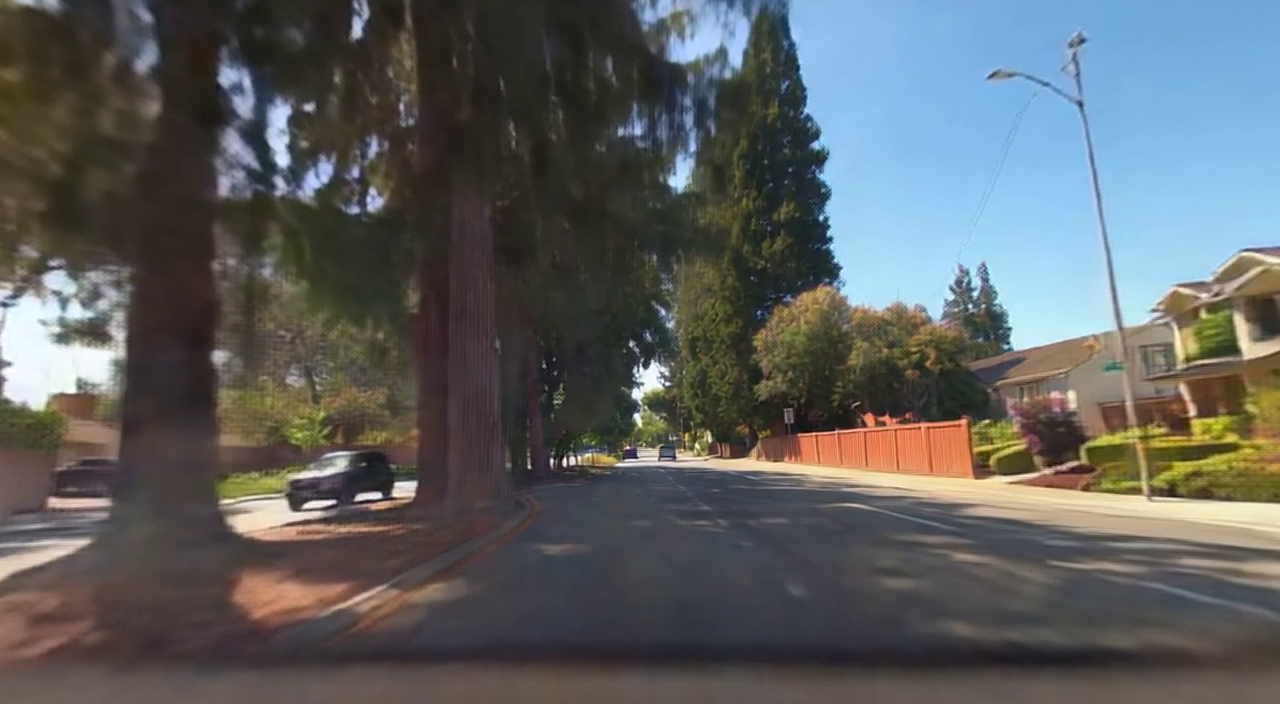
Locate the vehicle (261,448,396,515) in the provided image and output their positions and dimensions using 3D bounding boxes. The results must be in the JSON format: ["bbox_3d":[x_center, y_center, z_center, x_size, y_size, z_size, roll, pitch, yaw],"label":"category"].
[{"bbox_3d":[-8.960,3.707,18.686,1.964,1.722,4.403,0,-9,-4],"label":"vehicle"}]

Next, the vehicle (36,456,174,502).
[{"bbox_3d":[-21.838,5.150,26.079,1.860,1.663,4.418,0,-9,-1],"label":"vehicle"}]
